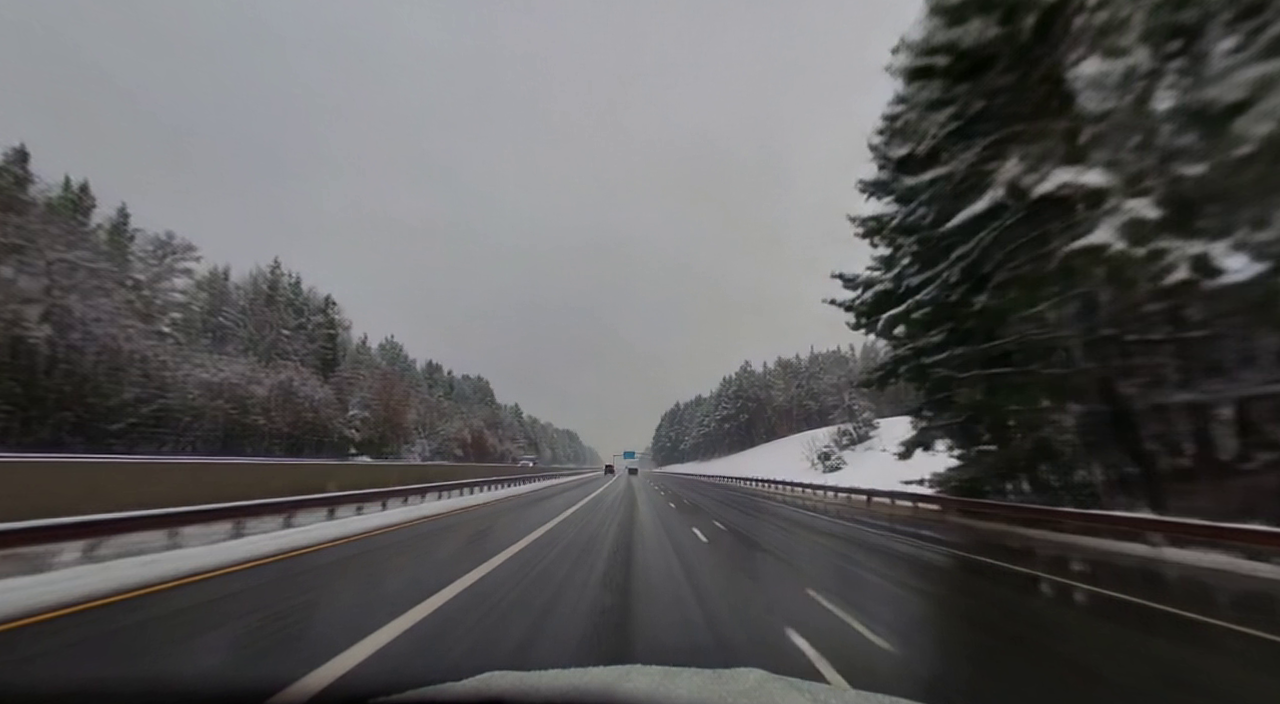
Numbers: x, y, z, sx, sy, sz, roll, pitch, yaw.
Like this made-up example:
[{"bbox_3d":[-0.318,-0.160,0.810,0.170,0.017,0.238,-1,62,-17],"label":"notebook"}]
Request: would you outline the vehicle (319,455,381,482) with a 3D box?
[{"bbox_3d":[-16.733,6.749,36.528,1.731,1.446,3.733,1,-10,0],"label":"vehicle"}]
